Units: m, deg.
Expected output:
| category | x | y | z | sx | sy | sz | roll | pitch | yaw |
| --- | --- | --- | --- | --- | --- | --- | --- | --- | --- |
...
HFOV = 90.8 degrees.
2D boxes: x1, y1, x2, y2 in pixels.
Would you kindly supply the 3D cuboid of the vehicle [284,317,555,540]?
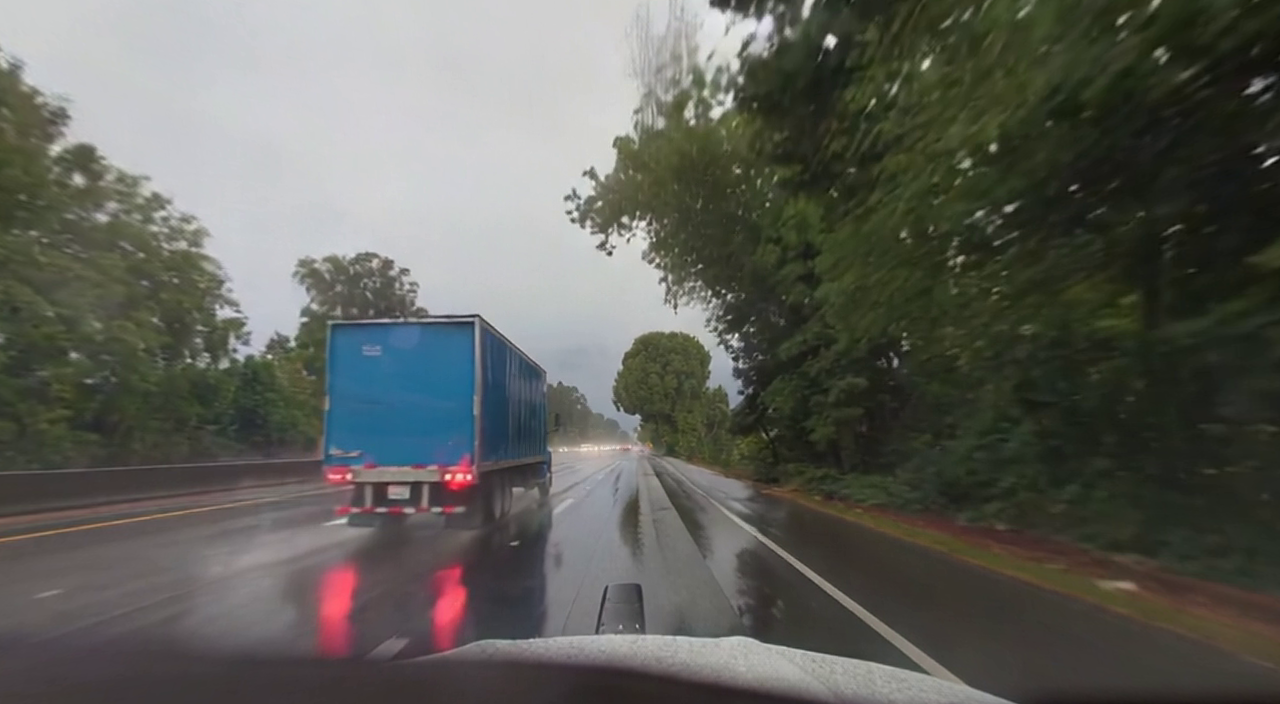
| category | x | y | z | sx | sy | sz | roll | pitch | yaw |
| --- | --- | --- | --- | --- | --- | --- | --- | --- | --- |
| vehicle | -3.800 | 1.715 | 13.513 | 2.874 | 3.309 | 8.208 | 0 | -9 | -1 |
